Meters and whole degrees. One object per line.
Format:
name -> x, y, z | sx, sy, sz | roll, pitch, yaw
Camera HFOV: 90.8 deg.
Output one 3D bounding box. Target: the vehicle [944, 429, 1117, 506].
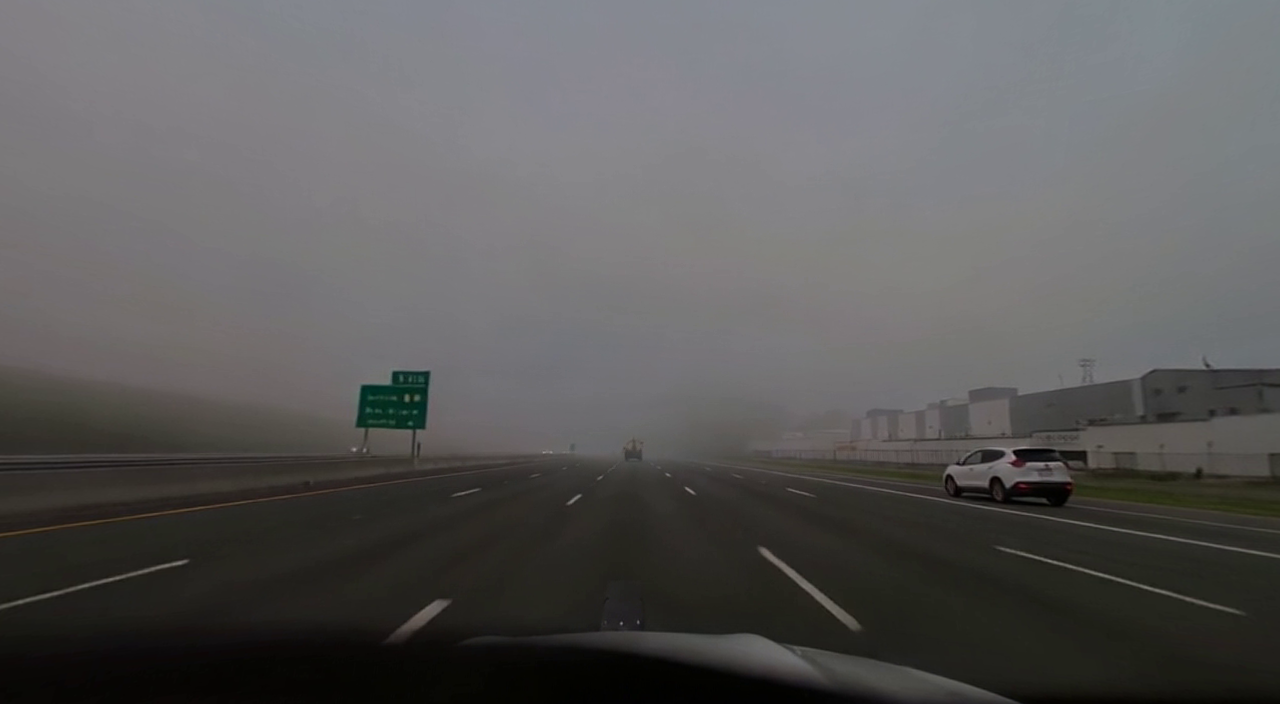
vehicle -> 13.273, 3.946, 22.026 | 2.411, 2.326, 5.300 | 0, -9, -2
